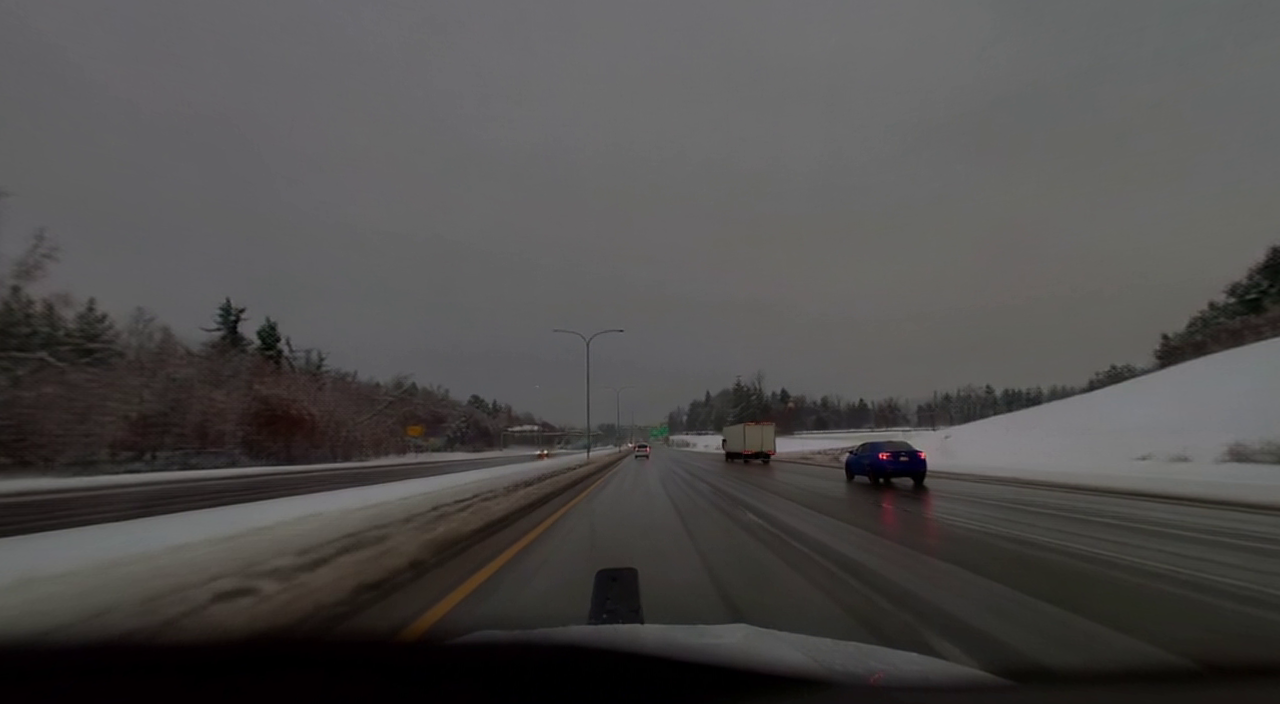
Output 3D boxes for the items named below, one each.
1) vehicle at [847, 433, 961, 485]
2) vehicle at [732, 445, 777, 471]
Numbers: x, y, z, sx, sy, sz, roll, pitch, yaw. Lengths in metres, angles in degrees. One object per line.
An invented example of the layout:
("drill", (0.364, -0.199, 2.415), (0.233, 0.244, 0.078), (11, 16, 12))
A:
("vehicle", (10.961, 4.507, 26.738), (2.387, 1.936, 5.646), (0, -9, 0))
("vehicle", (7.346, 6.867, 40.974), (2.053, 1.553, 4.463), (0, -9, -1))
